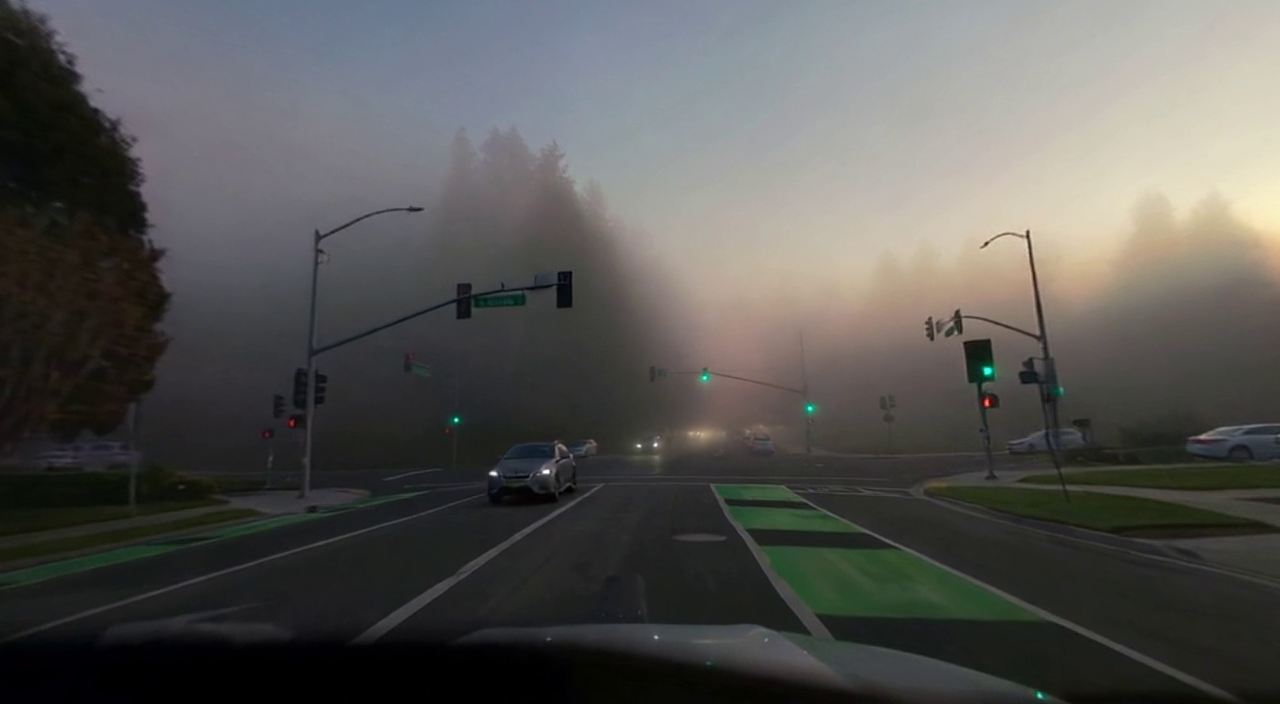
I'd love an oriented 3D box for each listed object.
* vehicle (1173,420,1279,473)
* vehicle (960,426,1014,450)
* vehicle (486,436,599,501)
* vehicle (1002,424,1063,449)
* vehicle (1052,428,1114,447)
[{"bbox_3d":[18.893,2.770,18.740,1.937,1.474,5.114,-3,-8,6],"label":"vehicle"},{"bbox_3d":[26.768,6.691,48.702,1.964,1.759,4.583,-1,-9,7],"label":"vehicle"},{"bbox_3d":[-2.412,3.057,16.949,1.904,1.489,4.746,-1,-9,5],"label":"vehicle"},{"bbox_3d":[29.892,6.512,48.097,2.033,1.821,4.542,-1,-8,5],"label":"vehicle"},{"bbox_3d":[33.726,6.557,48.026,1.837,1.396,4.695,-1,-9,8],"label":"vehicle"}]
